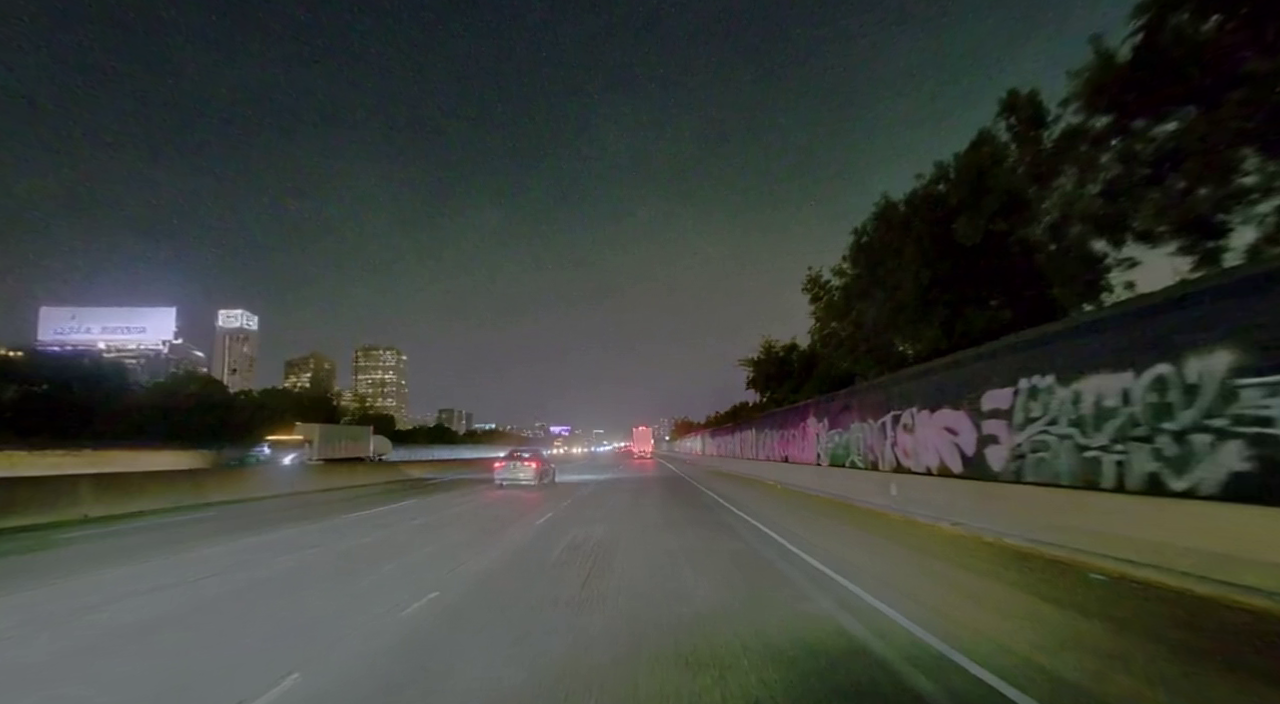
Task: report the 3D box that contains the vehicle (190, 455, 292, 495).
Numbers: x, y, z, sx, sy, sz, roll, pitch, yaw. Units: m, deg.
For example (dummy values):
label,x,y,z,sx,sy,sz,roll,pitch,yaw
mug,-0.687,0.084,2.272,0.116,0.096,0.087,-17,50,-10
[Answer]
label,x,y,z,sx,sy,sz,roll,pitch,yaw
vehicle,-14.567,4.499,23.211,1.654,1.325,3.111,0,-9,1

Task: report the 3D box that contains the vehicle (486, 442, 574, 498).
label,x,y,z,sx,sy,sz,roll,pitch,yaw
vehicle,-3.192,3.520,19.190,1.803,1.466,4.509,0,-9,1

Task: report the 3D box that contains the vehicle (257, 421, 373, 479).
label,x,y,z,sx,sy,sz,roll,pitch,yaw
vehicle,-22.303,6.853,44.036,3.241,3.624,8.590,0,-9,1
